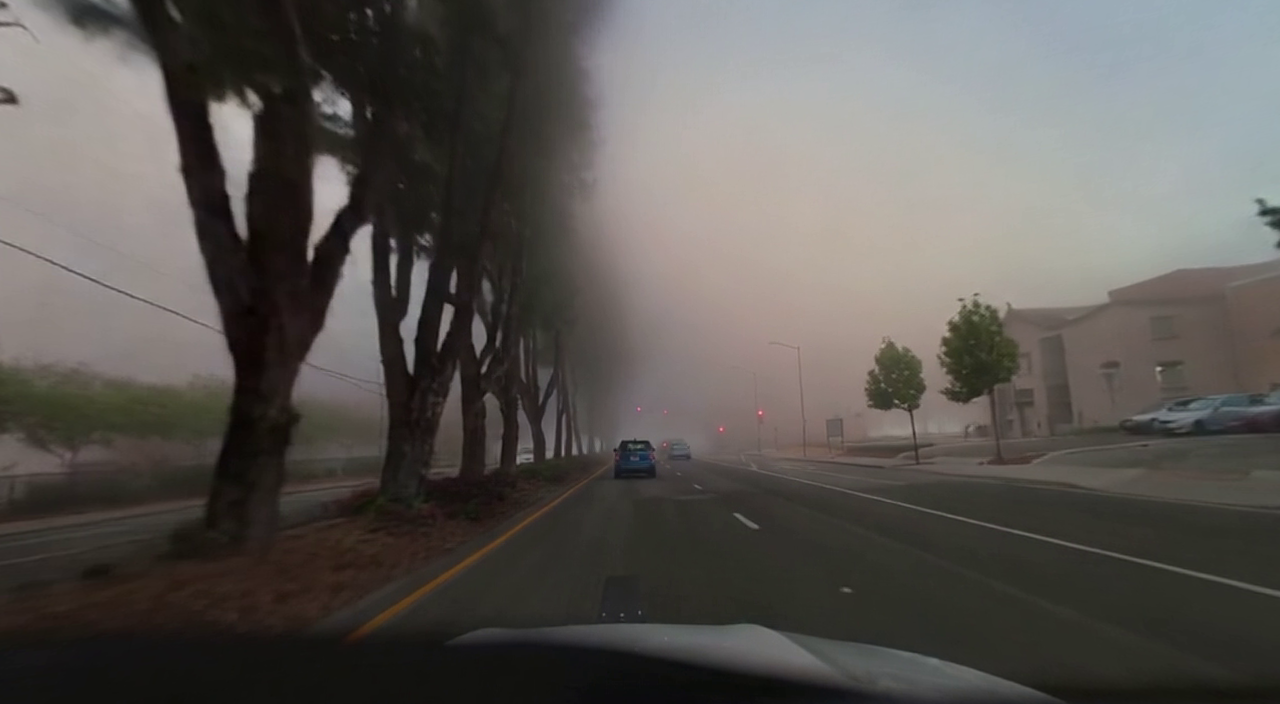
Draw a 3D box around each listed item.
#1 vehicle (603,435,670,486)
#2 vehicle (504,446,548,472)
[{"bbox_3d":[-0.156,3.841,22.667,2.181,1.639,4.127,0,-8,-1],"label":"vehicle"},{"bbox_3d":[-7.506,7.046,41.888,2.094,1.579,4.297,-1,-8,0],"label":"vehicle"}]
